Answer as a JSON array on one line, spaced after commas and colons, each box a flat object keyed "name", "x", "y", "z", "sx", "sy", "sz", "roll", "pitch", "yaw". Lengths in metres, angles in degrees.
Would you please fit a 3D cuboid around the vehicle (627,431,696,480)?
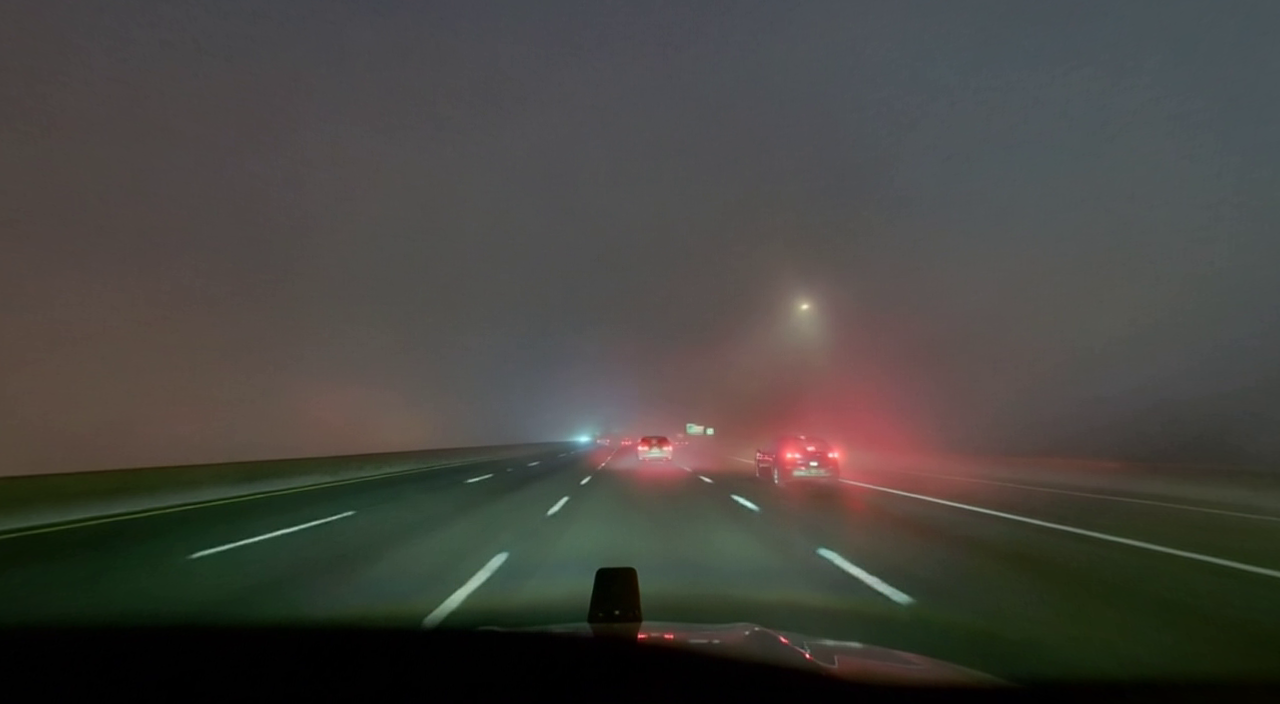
[{"name": "vehicle", "x": 0.592, "y": 3.373, "z": 20.873, "sx": 2.046, "sy": 1.467, "sz": 3.844, "roll": 0, "pitch": -8, "yaw": -2}]
